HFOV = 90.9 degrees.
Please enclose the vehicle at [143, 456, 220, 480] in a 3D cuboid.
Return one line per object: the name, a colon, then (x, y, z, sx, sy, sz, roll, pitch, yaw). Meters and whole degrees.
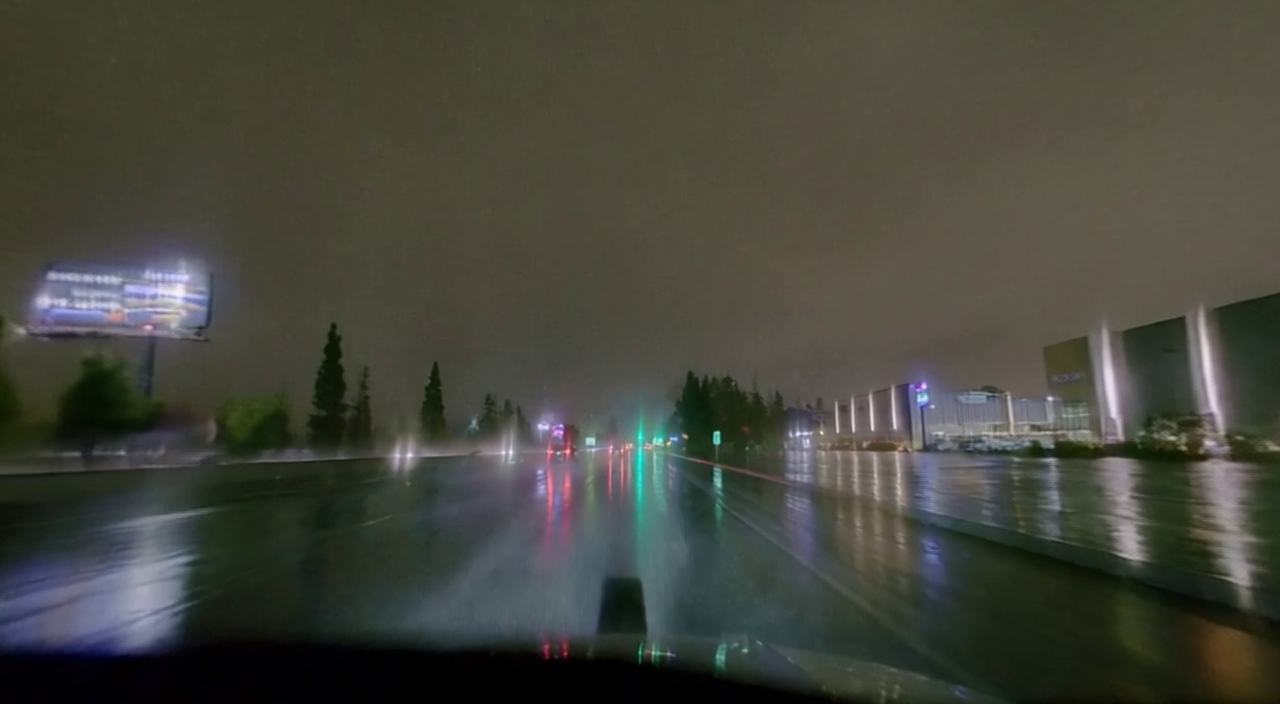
vehicle: (-31.109, 7.847, 42.948, 1.847, 1.448, 4.430, 0, -8, 1)
